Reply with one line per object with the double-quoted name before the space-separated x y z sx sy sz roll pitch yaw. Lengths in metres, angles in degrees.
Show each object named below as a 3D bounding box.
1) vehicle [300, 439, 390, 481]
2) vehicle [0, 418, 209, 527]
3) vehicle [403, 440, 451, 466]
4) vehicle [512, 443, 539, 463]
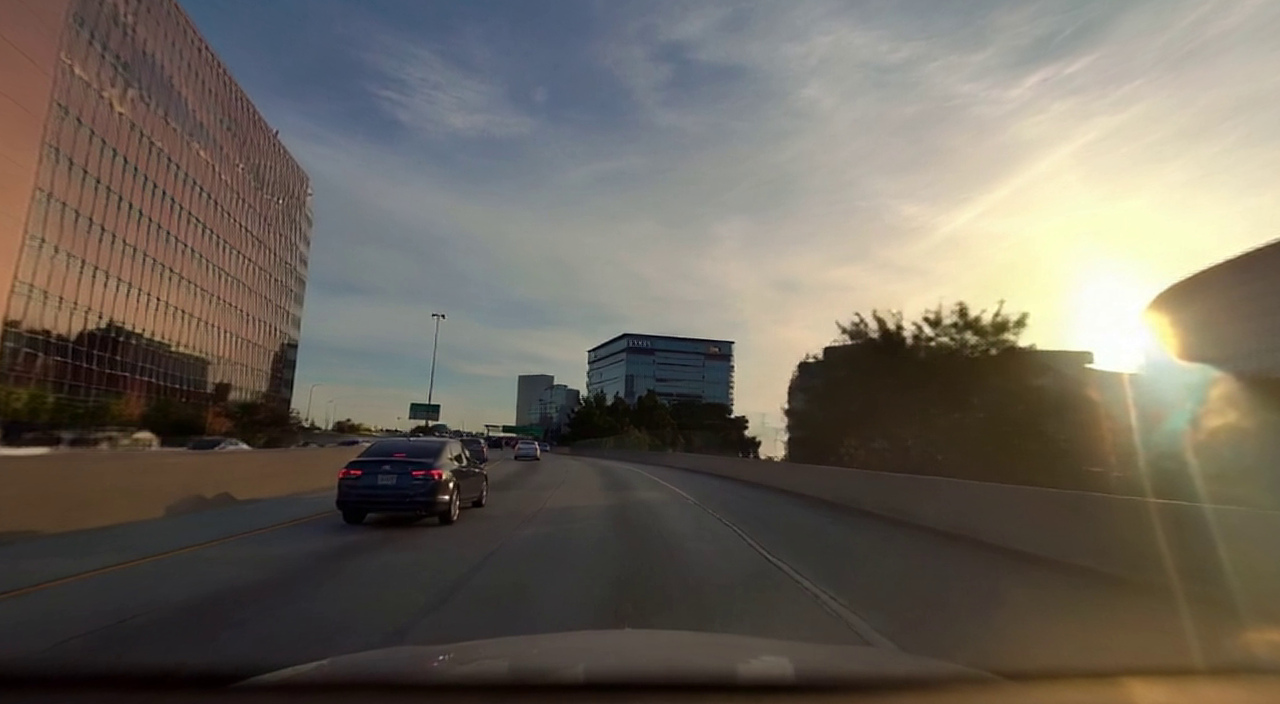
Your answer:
"vehicle" -11.737 4.295 25.371 1.897 1.538 4.033 0 -9 -4
"vehicle" -11.028 2.239 12.240 2.028 1.675 4.870 0 -9 -3
"vehicle" -13.282 6.330 39.569 1.957 1.514 4.528 1 -9 -7
"vehicle" -8.882 7.841 49.115 1.885 1.469 4.211 1 -9 -9
